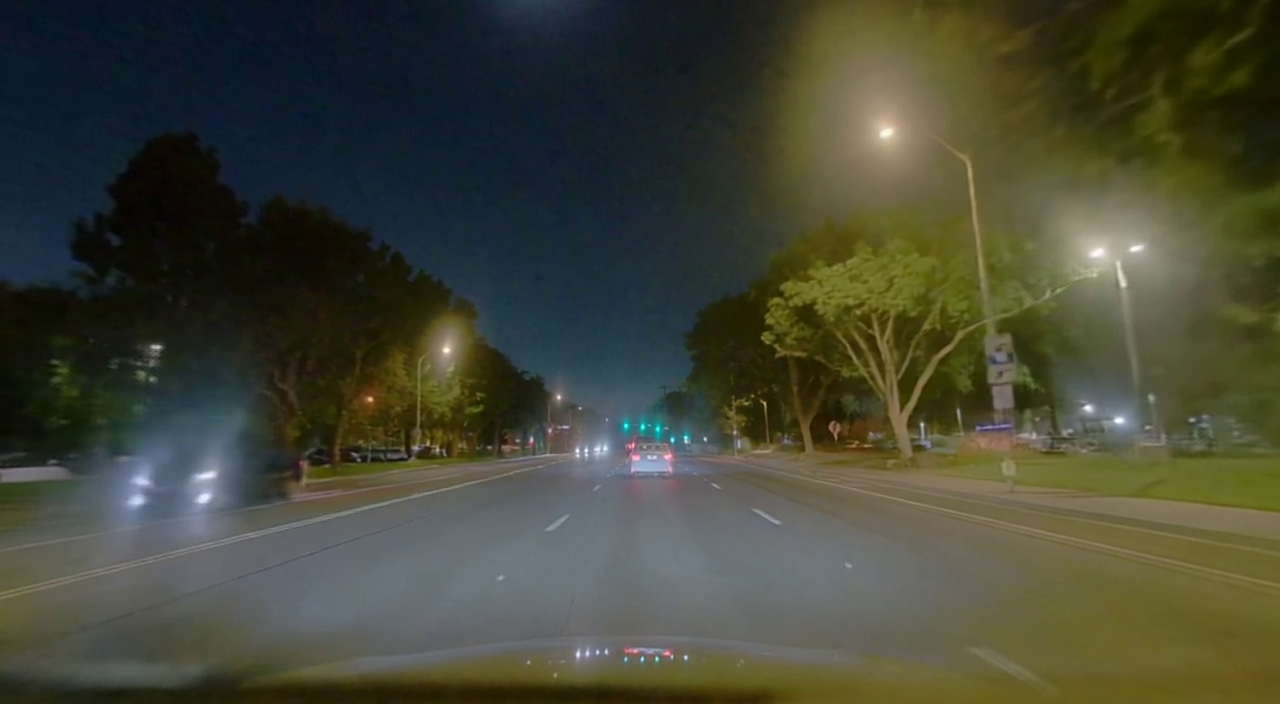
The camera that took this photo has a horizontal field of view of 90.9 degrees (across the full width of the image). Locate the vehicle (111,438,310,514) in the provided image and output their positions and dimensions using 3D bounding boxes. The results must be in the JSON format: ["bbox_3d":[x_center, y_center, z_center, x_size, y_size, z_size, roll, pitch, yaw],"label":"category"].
[{"bbox_3d":[-12.090,3.479,18.320,2.259,1.867,4.875,0,-8,1],"label":"vehicle"}]

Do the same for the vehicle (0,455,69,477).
[{"bbox_3d":[-42.999,7.991,44.350,4.100,1.440,1.703,-1,-8,3],"label":"vehicle"}]

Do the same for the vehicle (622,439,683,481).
[{"bbox_3d":[0.413,4.010,23.696,2.093,1.442,3.977,0,-8,-1],"label":"vehicle"}]

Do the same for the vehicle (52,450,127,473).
[{"bbox_3d":[-42.962,8.532,49.272,4.057,1.666,1.849,0,-8,1],"label":"vehicle"}]
